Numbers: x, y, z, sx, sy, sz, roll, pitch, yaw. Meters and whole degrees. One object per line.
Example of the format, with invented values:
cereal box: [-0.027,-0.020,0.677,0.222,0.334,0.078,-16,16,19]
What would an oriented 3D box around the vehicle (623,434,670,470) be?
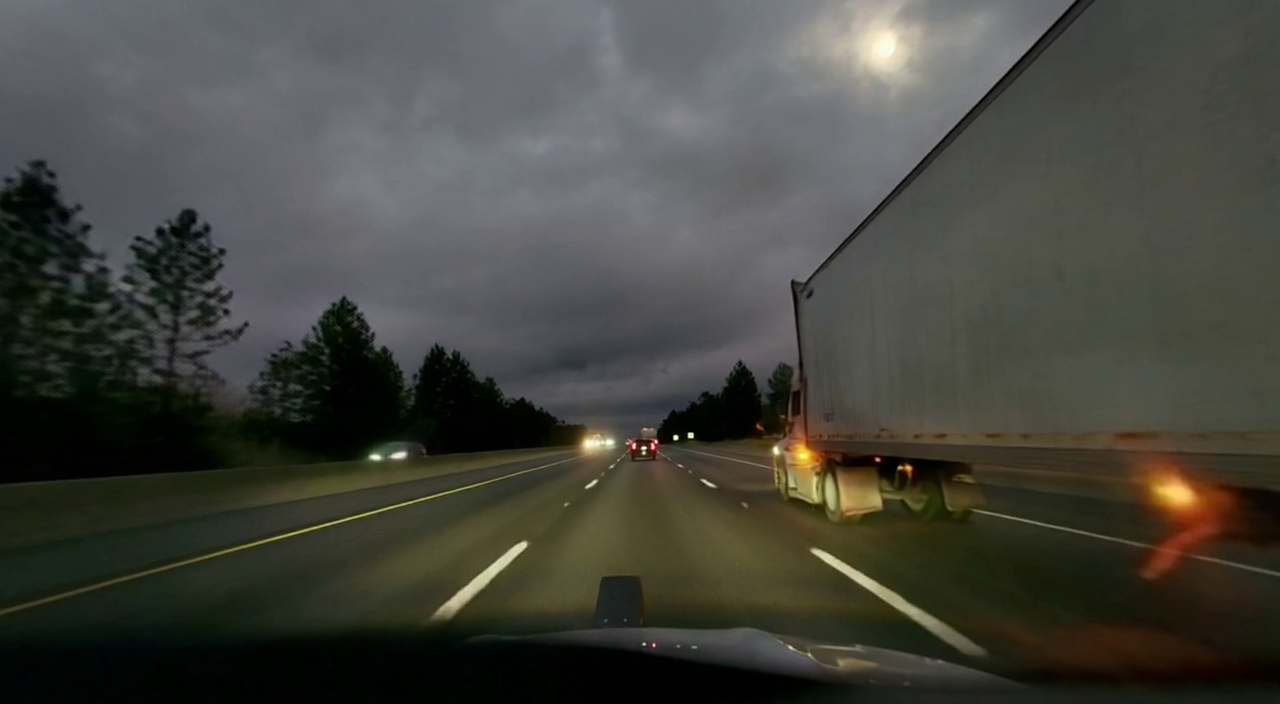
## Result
vehicle: [0.407,4.934,31.227,2.139,1.607,4.034,-1,-8,4]

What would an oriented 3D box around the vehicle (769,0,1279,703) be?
vehicle: [4.097,0.006,5.209,3.005,4.131,14.221,0,-8,0]

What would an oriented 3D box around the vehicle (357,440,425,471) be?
vehicle: [-14.115,5.878,35.932,2.004,1.635,4.411,0,-8,1]
